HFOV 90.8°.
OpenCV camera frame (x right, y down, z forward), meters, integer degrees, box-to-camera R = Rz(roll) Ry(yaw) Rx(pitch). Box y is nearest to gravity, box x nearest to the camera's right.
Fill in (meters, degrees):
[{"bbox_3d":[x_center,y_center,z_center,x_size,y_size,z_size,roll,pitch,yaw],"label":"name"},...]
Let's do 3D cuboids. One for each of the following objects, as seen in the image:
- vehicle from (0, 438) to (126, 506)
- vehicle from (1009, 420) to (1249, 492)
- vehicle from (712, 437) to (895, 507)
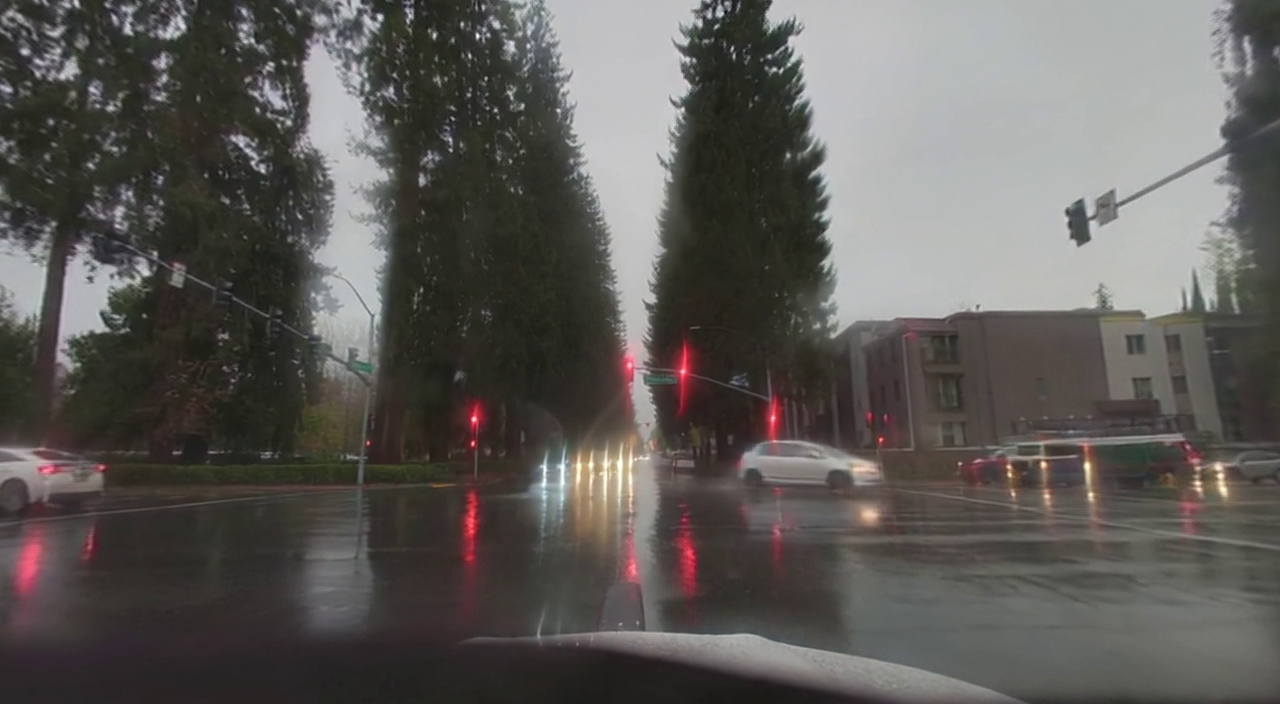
[{"bbox_3d":[-18.195,3.405,18.025,4.798,1.763,2.536,-1,-10,1],"label":"vehicle"},{"bbox_3d":[17.025,3.664,22.358,6.109,2.348,2.683,0,-8,2],"label":"vehicle"},{"bbox_3d":[4.628,3.412,18.508,2.162,1.740,4.728,8,-11,-42],"label":"vehicle"}]
